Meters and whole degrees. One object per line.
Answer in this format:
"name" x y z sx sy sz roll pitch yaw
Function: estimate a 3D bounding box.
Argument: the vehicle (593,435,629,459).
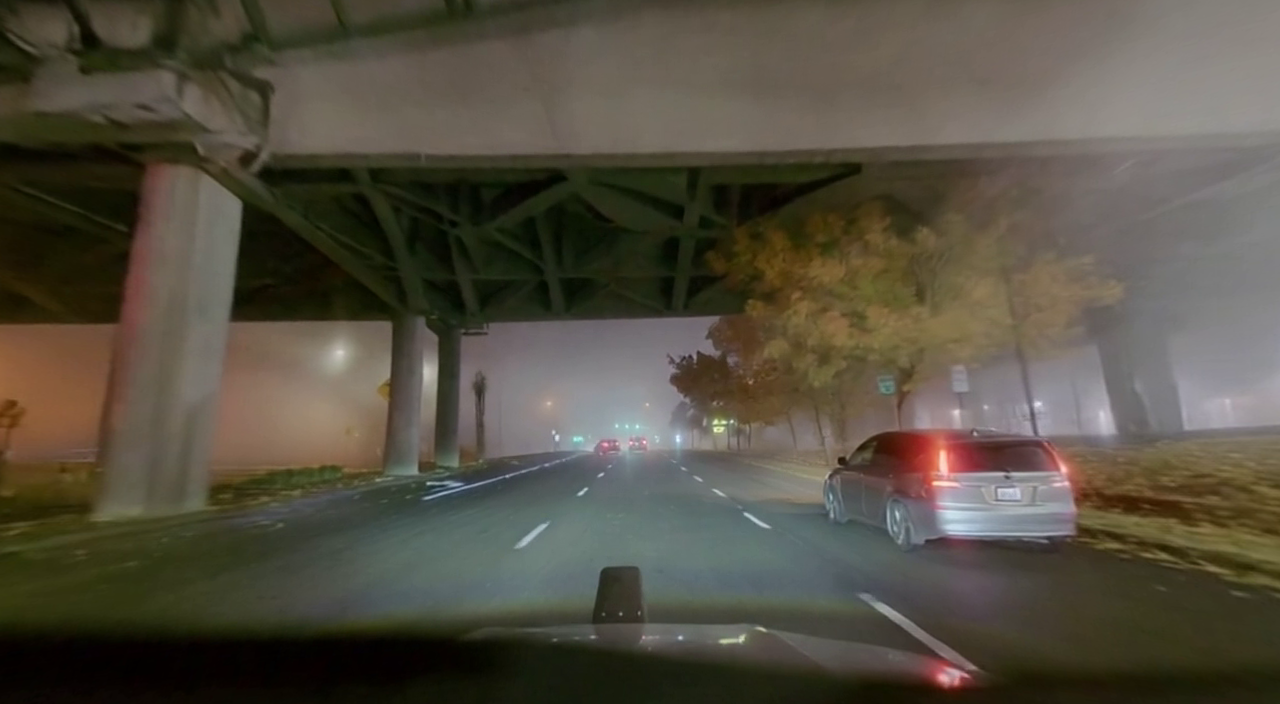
"vehicle" -1.969 6.334 41.805 2.055 1.484 4.143 1 -9 -7

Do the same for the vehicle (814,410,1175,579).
"vehicle" 3.887 1.648 8.083 2.063 1.542 4.420 0 -9 0
